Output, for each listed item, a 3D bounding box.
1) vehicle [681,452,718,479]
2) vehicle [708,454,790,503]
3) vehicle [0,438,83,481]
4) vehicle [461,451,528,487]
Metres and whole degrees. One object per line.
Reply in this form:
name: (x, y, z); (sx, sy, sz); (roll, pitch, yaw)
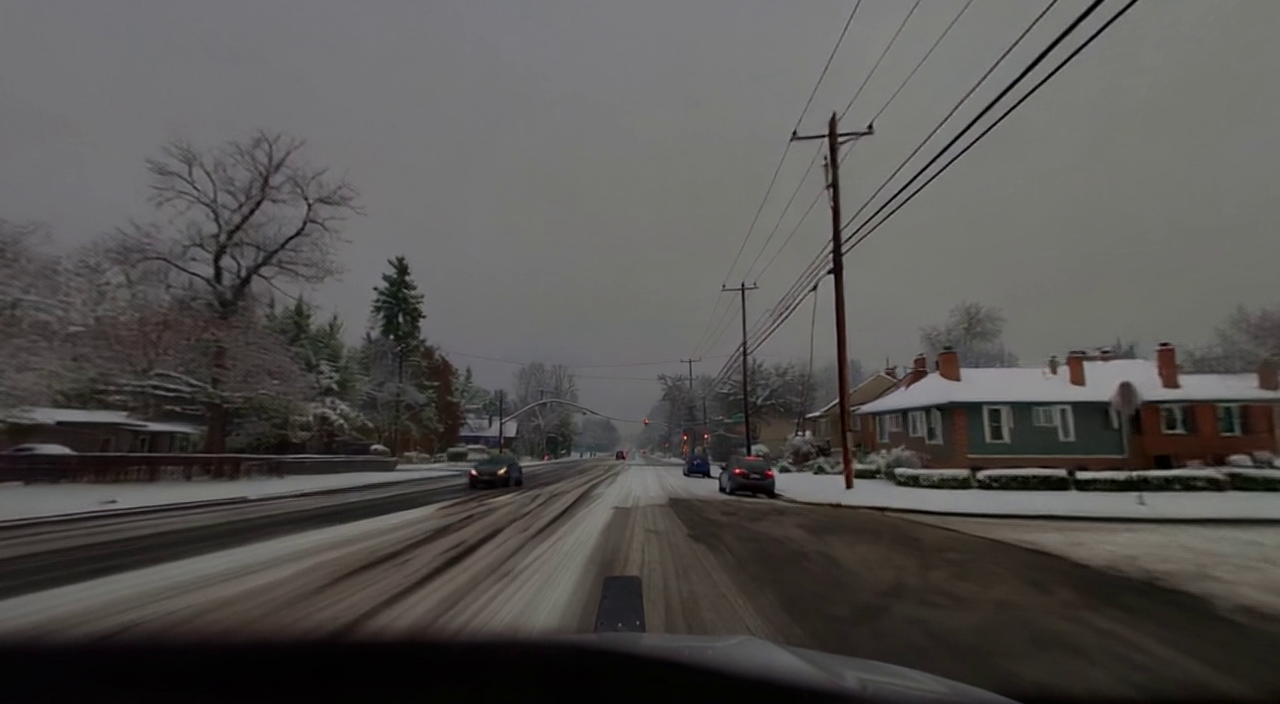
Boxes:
vehicle: (4.005, 7.733, 43.316); (2.020, 1.690, 4.621); (0, -9, -1)
vehicle: (3.749, 4.436, 22.580); (2.031, 1.500, 4.590); (0, -9, -1)
vehicle: (-28.657, 4.831, 28.482); (4.750, 1.845, 2.382); (0, -9, -1)
vehicle: (-6.529, 5.295, 28.863); (2.049, 1.494, 4.226); (0, -9, 1)
